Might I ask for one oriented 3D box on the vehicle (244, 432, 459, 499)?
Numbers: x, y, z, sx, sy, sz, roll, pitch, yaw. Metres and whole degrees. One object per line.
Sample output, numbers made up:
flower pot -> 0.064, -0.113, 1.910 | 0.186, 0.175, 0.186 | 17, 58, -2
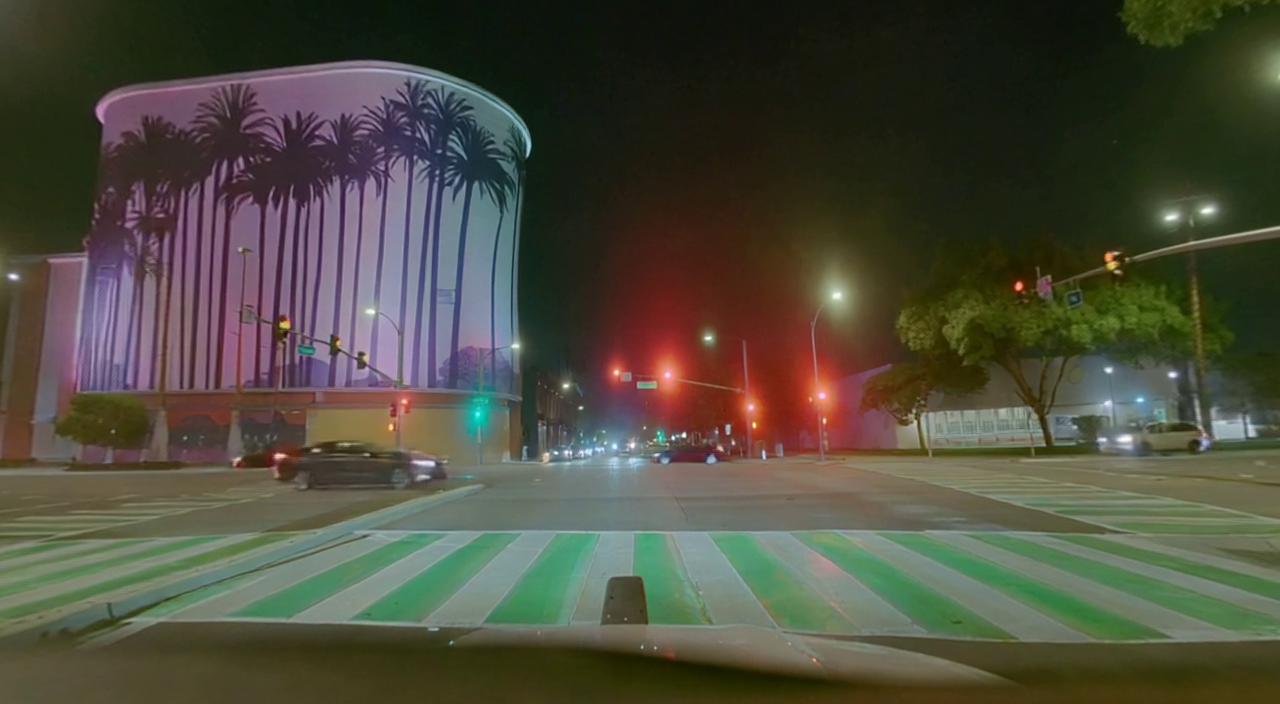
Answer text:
vehicle -> -7.703, 3.061, 17.164 | 4.875, 1.669, 1.953 | -1, -8, 3

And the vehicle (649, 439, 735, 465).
vehicle -> 2.962, 5.842, 36.819 | 4.893, 1.458, 1.791 | 0, -8, 1

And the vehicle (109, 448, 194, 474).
vehicle -> -33.076, 7.395, 42.765 | 4.136, 1.661, 1.857 | 0, -8, 0

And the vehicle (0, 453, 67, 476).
vehicle -> -41.680, 7.612, 42.784 | 3.698, 1.508, 1.779 | 0, -8, 1

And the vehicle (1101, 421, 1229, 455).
vehicle -> 30.588, 5.049, 36.839 | 5.477, 1.880, 2.125 | 0, -8, 1
